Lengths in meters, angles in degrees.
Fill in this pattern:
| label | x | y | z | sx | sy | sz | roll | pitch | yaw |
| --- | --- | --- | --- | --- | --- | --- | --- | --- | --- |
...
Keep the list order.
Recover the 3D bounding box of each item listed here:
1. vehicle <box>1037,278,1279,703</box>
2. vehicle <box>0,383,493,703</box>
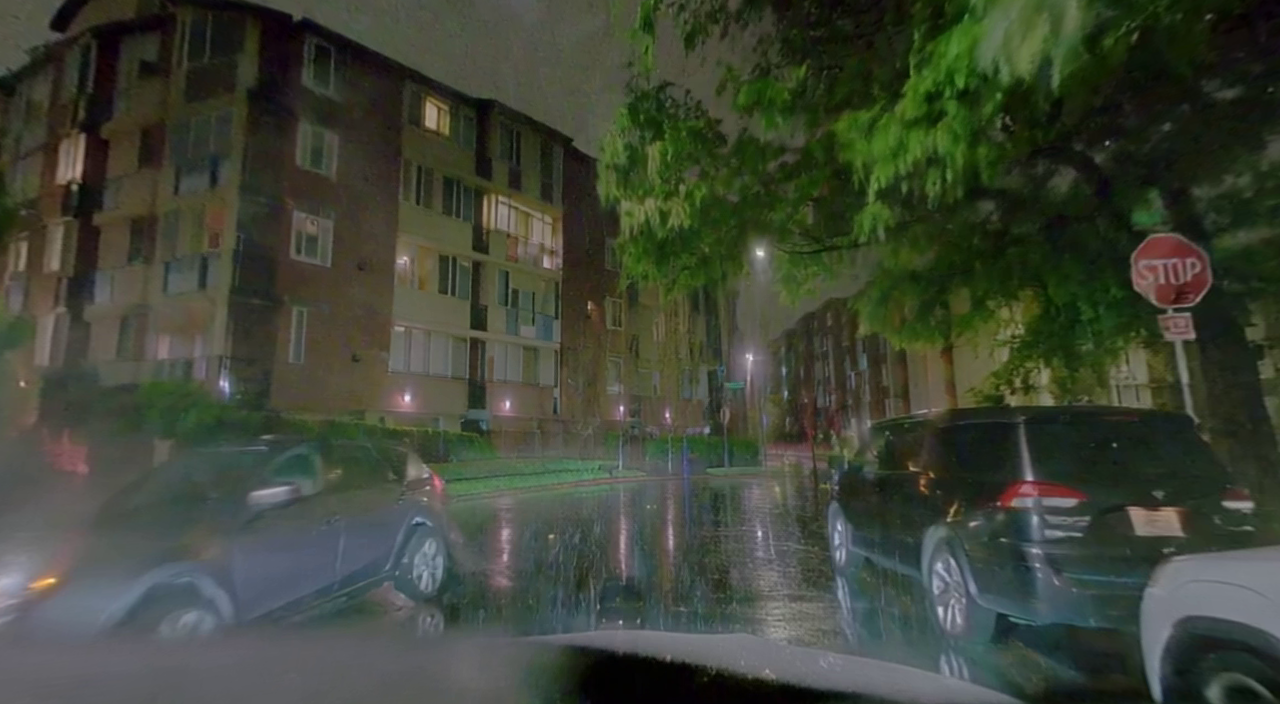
| label | x | y | z | sx | sy | sz | roll | pitch | yaw |
| --- | --- | --- | --- | --- | --- | --- | --- | --- | --- |
| vehicle | 2.963 | 0.459 | 0.249 | 2.034 | 1.800 | 5.178 | 0 | -8 | -3 |
| vehicle | -2.785 | 1.204 | 4.249 | 2.210 | 1.516 | 4.804 | 0 | -8 | 3 |
